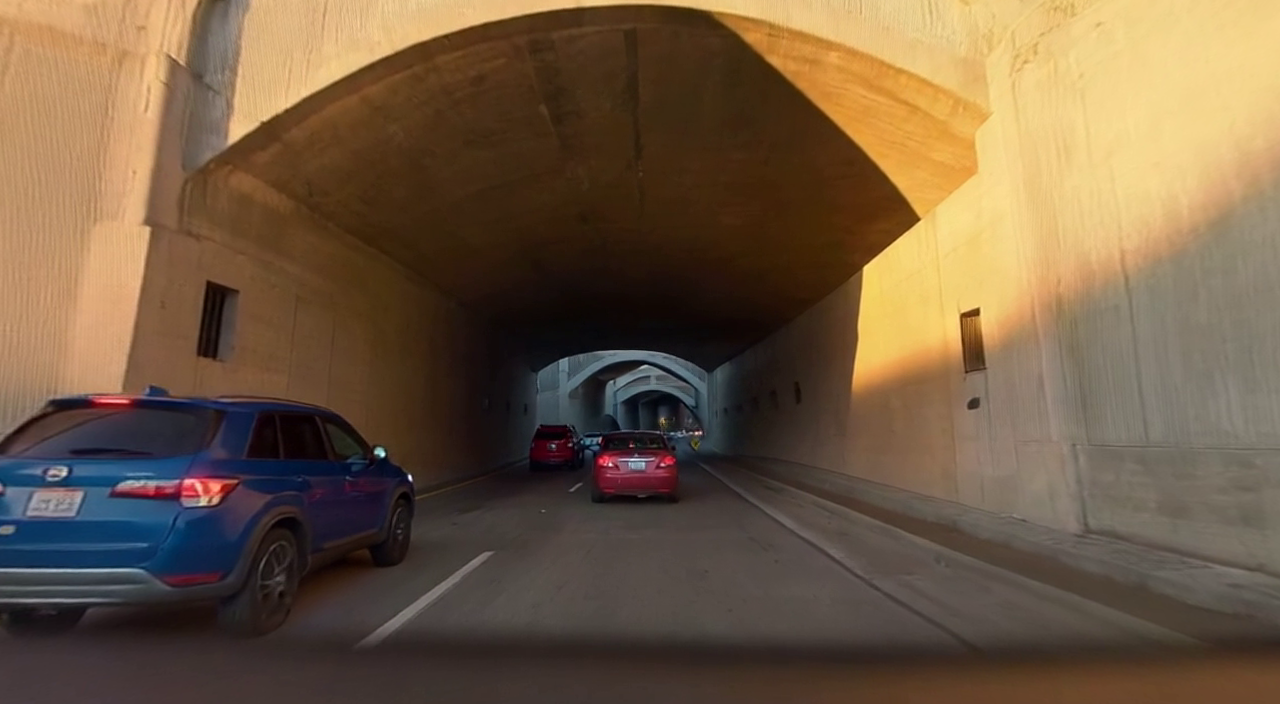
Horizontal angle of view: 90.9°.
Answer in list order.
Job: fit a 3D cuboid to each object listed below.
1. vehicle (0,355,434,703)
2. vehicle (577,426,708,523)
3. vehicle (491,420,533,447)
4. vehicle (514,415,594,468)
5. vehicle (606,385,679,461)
[{"bbox_3d":[-3.581,1.227,5.439,2.017,1.761,4.572,0,-8,1],"label":"vehicle"},{"bbox_3d":[-0.003,2.203,11.863,2.020,1.478,4.092,0,-8,-1],"label":"vehicle"},{"bbox_3d":[-8.917,5.724,44.138,2.079,1.766,4.079,0,-8,0],"label":"vehicle"},{"bbox_3d":[-3.386,3.751,26.285,2.329,1.948,5.800,-1,-8,2],"label":"vehicle"},{"bbox_3d":[0.115,3.579,30.456,2.948,3.096,9.492,0,-8,0],"label":"vehicle"}]
